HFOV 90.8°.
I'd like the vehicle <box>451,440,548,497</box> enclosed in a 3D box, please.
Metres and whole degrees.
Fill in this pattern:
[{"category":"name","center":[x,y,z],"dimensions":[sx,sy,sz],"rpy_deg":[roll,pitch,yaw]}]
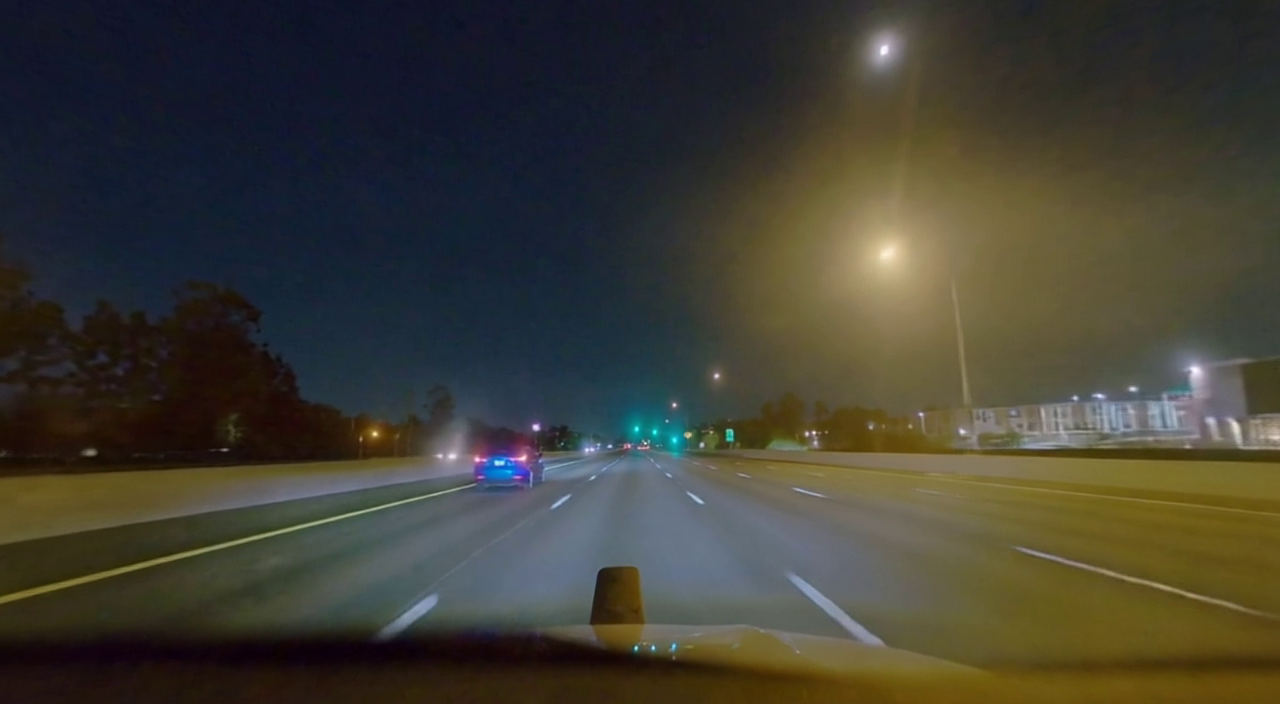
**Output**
[{"category":"vehicle","center":[-4.026,3.411,18.940],"dimensions":[1.900,1.492,4.495],"rpy_deg":[0,-9,0]}]
